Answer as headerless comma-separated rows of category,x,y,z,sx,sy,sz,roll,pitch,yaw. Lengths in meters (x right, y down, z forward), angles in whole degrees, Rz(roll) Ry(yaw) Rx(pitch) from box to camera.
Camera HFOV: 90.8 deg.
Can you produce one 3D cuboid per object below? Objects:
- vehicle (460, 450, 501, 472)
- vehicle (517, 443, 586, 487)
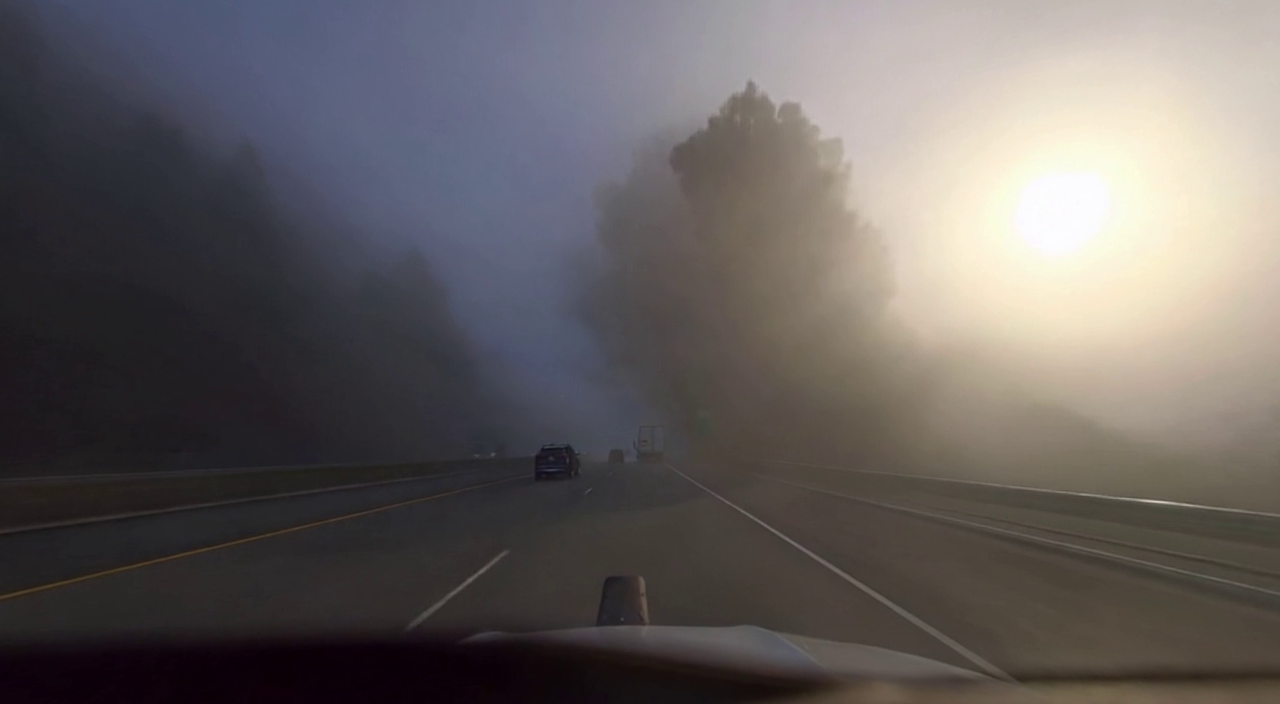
vehicle,-12.074,8.255,48.045,1.926,1.566,4.142,0,-9,2
vehicle,-3.418,4.488,25.280,2.057,1.618,4.212,0,-9,1
